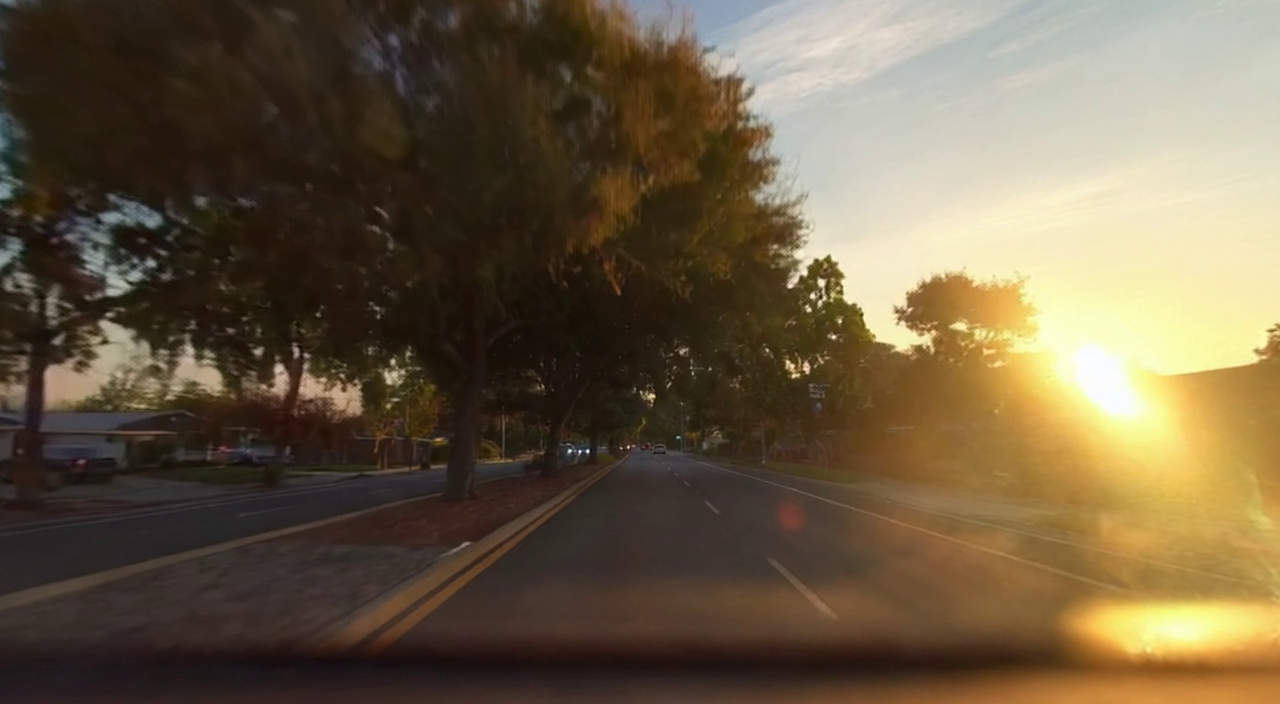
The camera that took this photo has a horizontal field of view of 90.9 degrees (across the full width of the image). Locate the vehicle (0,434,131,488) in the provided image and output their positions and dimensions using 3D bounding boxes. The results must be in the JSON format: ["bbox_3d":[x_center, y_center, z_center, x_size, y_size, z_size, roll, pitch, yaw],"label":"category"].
[{"bbox_3d":[-24.495,4.423,25.654,5.636,1.965,2.262,-2,-7,1],"label":"vehicle"}]

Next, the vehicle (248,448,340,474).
[{"bbox_3d":[-21.294,6.705,38.961,4.503,1.529,1.860,1,-8,-7],"label":"vehicle"}]
